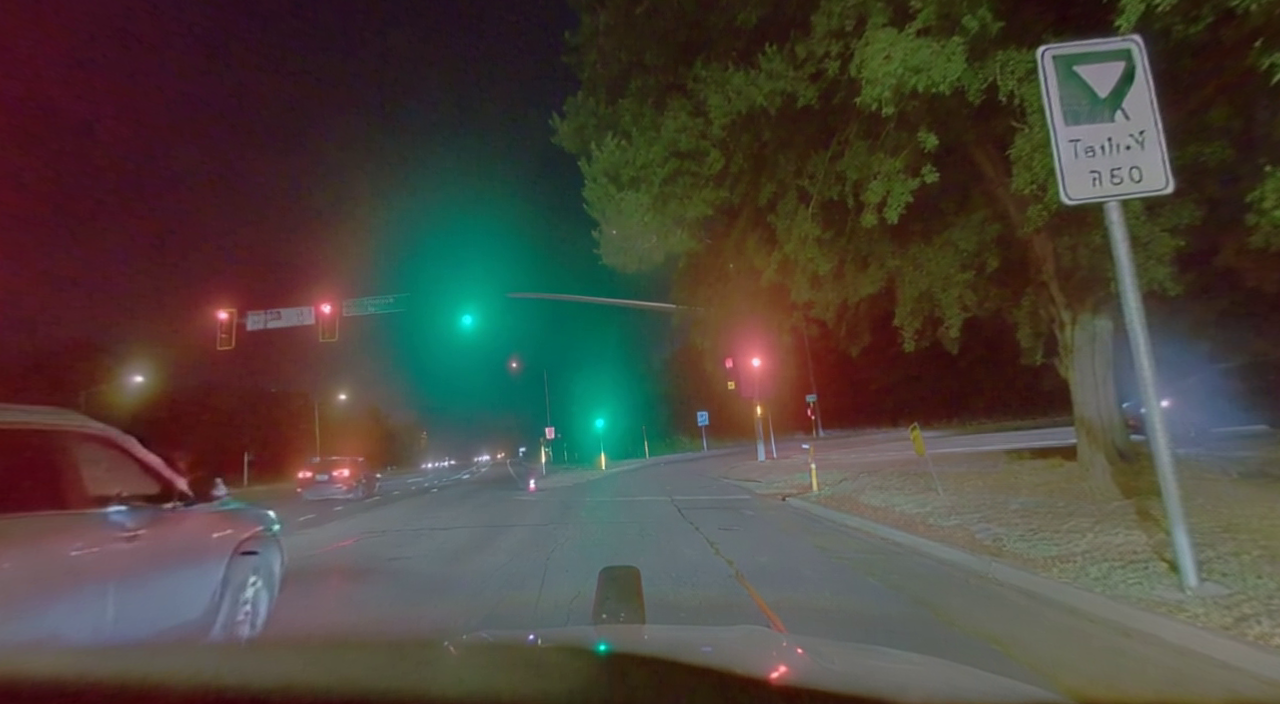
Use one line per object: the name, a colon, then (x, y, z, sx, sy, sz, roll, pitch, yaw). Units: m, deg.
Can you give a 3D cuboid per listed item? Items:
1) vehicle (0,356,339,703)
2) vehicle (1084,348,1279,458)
vehicle: (-3.414, 0.966, 2.838, 2.134, 1.707, 4.471, 0, -9, -4)
vehicle: (10.667, 1.088, 11.767, 1.855, 1.669, 4.529, -1, -9, 6)
